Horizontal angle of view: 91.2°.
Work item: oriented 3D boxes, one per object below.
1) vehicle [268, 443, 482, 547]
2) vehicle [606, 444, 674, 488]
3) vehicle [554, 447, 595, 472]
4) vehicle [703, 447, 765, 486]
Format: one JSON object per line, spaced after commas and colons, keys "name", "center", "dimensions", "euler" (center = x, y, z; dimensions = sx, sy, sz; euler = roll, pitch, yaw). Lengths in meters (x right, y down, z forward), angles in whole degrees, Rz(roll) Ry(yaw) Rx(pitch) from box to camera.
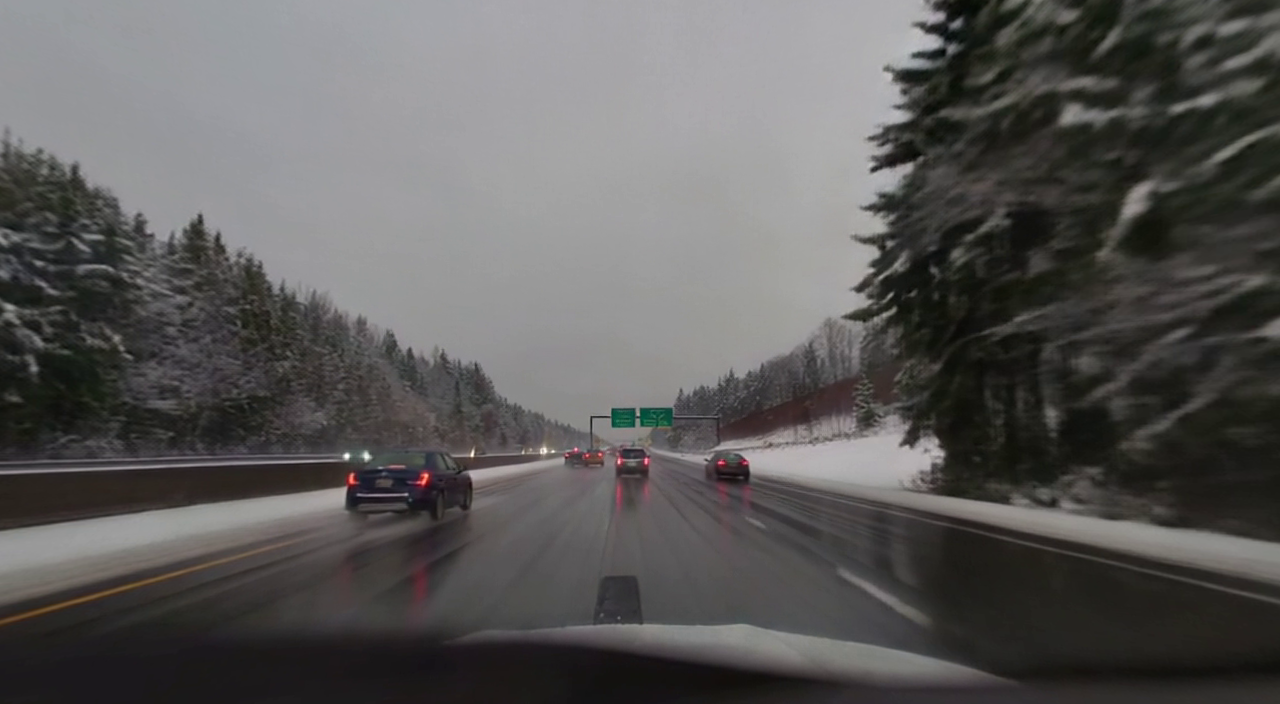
{"name": "vehicle", "center": [-4.360, 2.389, 11.159], "dimensions": [2.017, 1.469, 4.113], "euler": [0, -9, 0]}
{"name": "vehicle", "center": [-0.041, 4.776, 26.547], "dimensions": [2.634, 1.679, 4.070], "euler": [0, -9, -1]}
{"name": "vehicle", "center": [-4.701, 7.745, 45.425], "dimensions": [2.545, 1.679, 4.267], "euler": [0, -9, 0]}
{"name": "vehicle", "center": [4.098, 5.060, 28.019], "dimensions": [2.035, 1.571, 4.413], "euler": [0, -9, -1]}
